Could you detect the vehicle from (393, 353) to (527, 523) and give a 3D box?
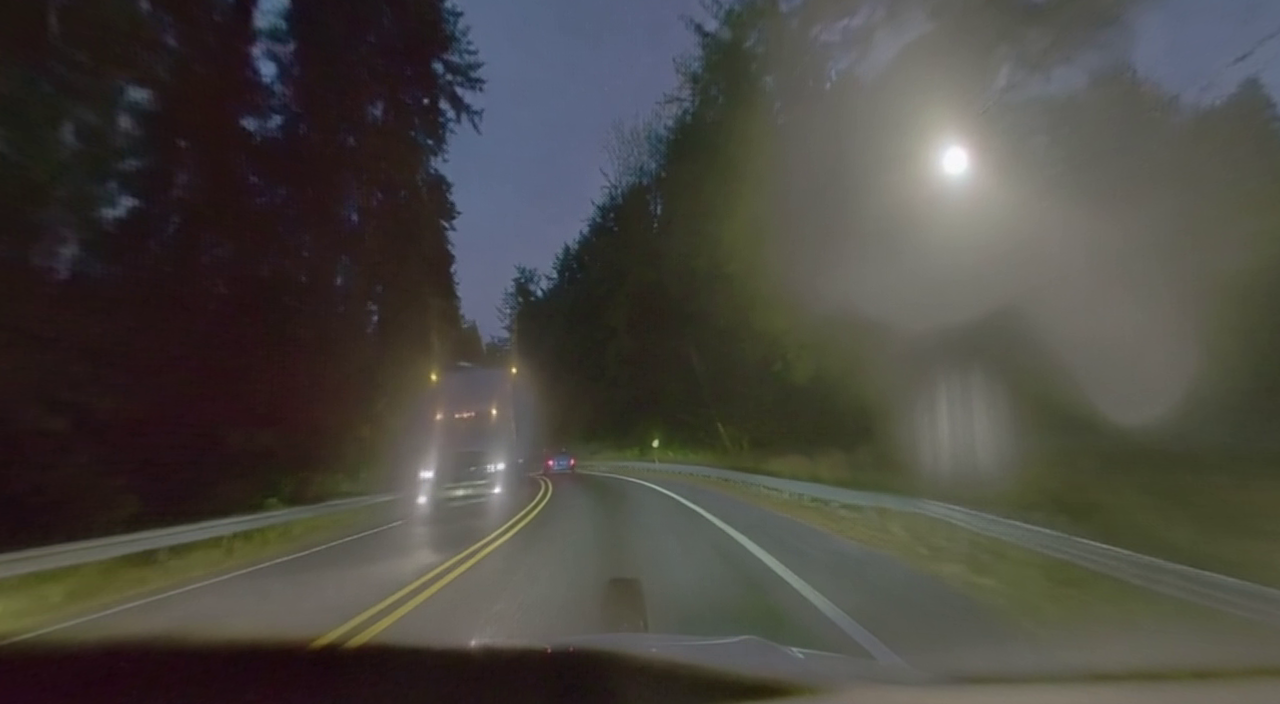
[{"bbox_3d":[-5.623,3.015,21.972,2.999,4.301,11.457,1,-9,-9],"label":"vehicle"}]

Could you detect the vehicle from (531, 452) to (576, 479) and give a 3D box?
[{"bbox_3d":[-5.369,6.916,38.717,2.120,1.491,4.349,2,-9,-16],"label":"vehicle"}]
